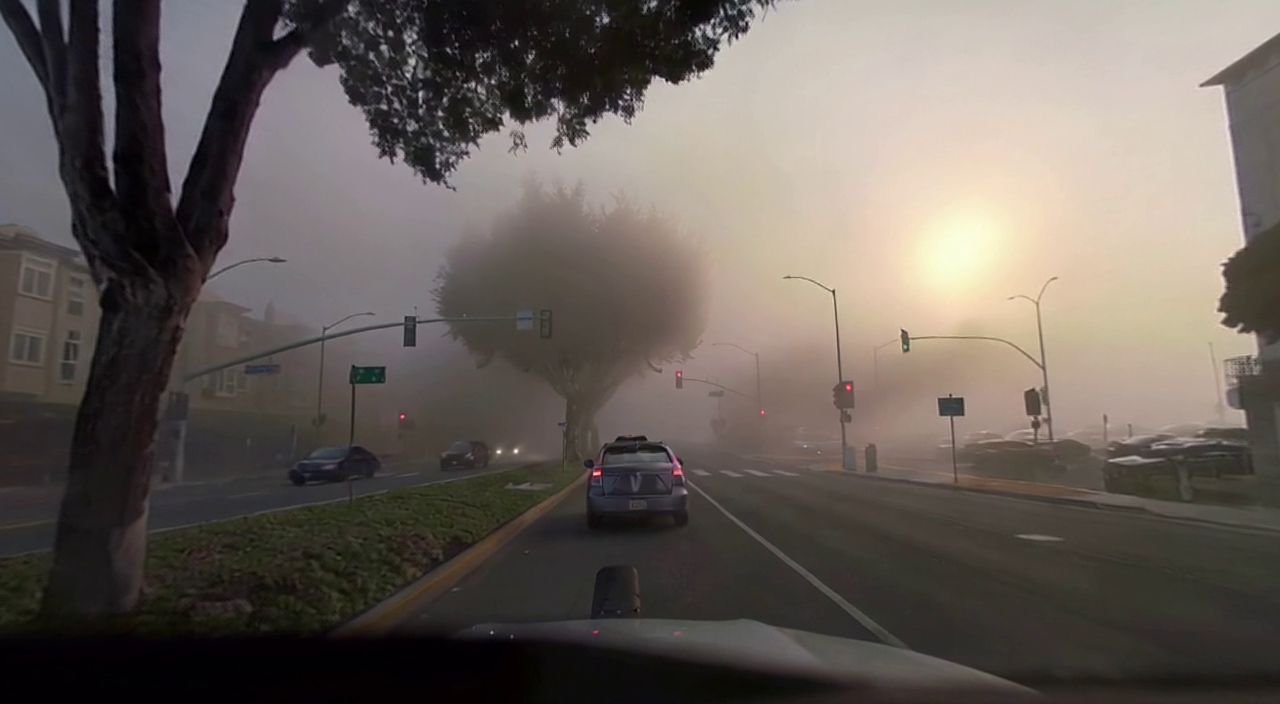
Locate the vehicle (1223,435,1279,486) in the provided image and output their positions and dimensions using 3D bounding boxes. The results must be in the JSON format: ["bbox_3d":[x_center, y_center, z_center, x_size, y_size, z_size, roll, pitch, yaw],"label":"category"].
[{"bbox_3d":[20.148,3.459,20.265,1.858,1.478,3.708,-8,-12,42],"label":"vehicle"}]

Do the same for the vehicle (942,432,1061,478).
[{"bbox_3d":[13.069,3.741,23.063,1.887,1.504,3.898,0,-9,-2],"label":"vehicle"}]

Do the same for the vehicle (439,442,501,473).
[{"bbox_3d":[-8.767,5.481,32.836,1.994,1.474,4.411,0,-9,0],"label":"vehicle"}]

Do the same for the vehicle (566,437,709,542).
[{"bbox_3d":[-0.139,2.246,10.942,2.010,1.447,4.121,0,-9,-3],"label":"vehicle"}]

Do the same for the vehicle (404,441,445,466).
[{"bbox_3d":[-16.043,7.610,47.080,1.936,1.733,4.087,0,-9,-5],"label":"vehicle"}]

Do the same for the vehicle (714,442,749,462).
[{"bbox_3d":[6.952,7.611,48.195,1.932,1.439,4.159,0,-9,-2],"label":"vehicle"}]

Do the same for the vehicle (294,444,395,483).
[{"bbox_3d":[-12.295,4.643,26.568,2.125,1.495,4.308,0,-9,1],"label":"vehicle"}]

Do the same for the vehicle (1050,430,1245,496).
[{"bbox_3d":[13.084,2.885,16.623,1.859,1.525,3.948,0,-9,1],"label":"vehicle"}]
